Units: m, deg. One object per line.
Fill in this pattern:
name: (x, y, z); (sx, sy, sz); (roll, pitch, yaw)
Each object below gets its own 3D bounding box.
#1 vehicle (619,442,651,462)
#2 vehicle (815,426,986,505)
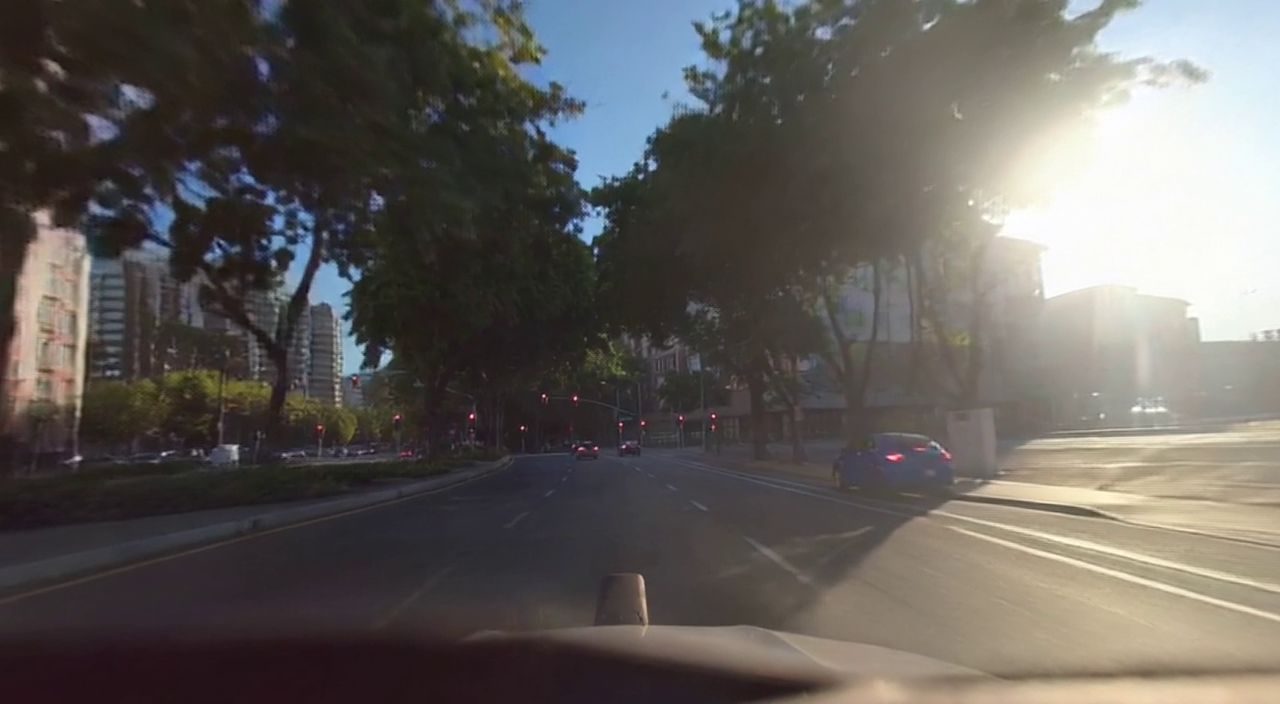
vehicle: (-0.412, 7.758, 49.110); (1.918, 1.479, 4.468); (1, -8, -8)
vehicle: (6.164, 2.740, 15.755); (2.042, 1.635, 4.858); (0, -8, -2)
